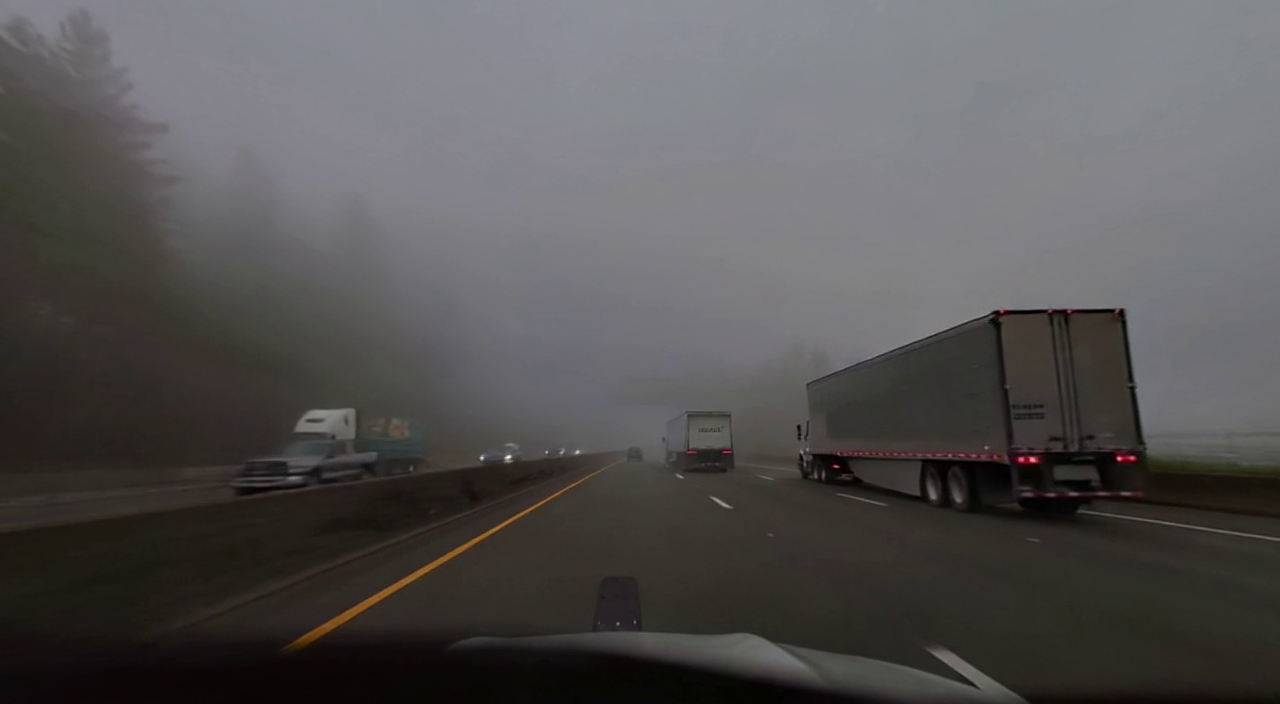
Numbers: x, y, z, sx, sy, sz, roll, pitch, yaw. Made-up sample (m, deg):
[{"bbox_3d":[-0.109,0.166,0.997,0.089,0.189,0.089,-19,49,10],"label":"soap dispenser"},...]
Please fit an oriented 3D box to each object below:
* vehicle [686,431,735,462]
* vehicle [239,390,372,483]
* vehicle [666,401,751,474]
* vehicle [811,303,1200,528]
[{"bbox_3d":[3.898,5.309,35.522,2.120,1.651,4.639,0,-8,-1],"label":"vehicle"},{"bbox_3d":[-16.660,4.287,31.962,3.414,4.278,5.845,0,-8,0],"label":"vehicle"},{"bbox_3d":[3.799,5.259,39.008,3.288,3.717,13.646,0,-8,-2],"label":"vehicle"},{"bbox_3d":[8.395,2.017,18.199,2.843,4.053,13.777,0,-8,-1],"label":"vehicle"}]
